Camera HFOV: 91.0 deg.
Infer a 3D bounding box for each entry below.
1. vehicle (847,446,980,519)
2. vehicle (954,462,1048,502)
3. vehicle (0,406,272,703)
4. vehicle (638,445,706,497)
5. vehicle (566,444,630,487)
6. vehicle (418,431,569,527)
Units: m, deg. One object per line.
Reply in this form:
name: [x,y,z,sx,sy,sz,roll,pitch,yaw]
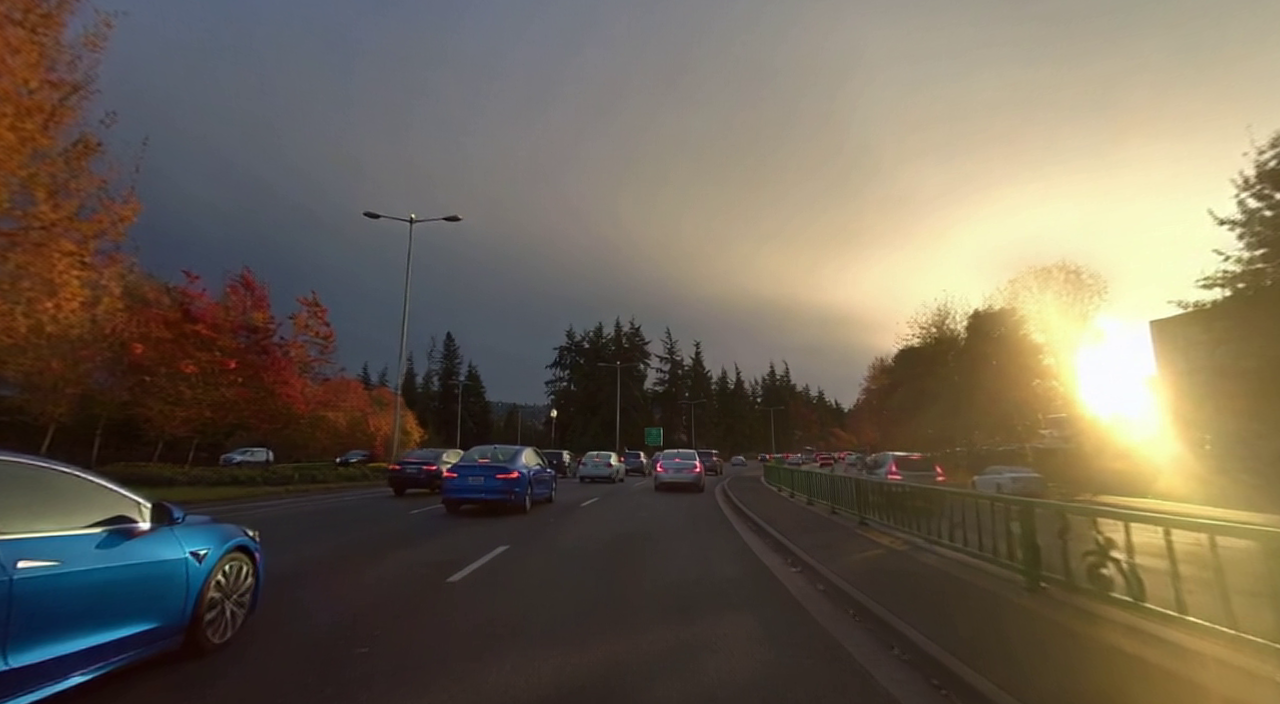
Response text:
vehicle: [7.004,3.327,16.632,1.768,1.634,4.064,0,-9,2]
vehicle: [15.691,5.629,27.675,1.816,1.481,4.422,0,-9,5]
vehicle: [-3.493,0.896,2.032,1.921,1.503,4.317,0,-9,1]
vehicle: [1.123,3.863,20.896,2.015,1.506,4.276,0,-9,4]
vehicle: [-1.658,4.708,26.485,1.930,1.635,4.260,-1,-9,7]
vehicle: [-2.872,2.610,13.551,1.979,1.663,4.513,0,-9,2]
